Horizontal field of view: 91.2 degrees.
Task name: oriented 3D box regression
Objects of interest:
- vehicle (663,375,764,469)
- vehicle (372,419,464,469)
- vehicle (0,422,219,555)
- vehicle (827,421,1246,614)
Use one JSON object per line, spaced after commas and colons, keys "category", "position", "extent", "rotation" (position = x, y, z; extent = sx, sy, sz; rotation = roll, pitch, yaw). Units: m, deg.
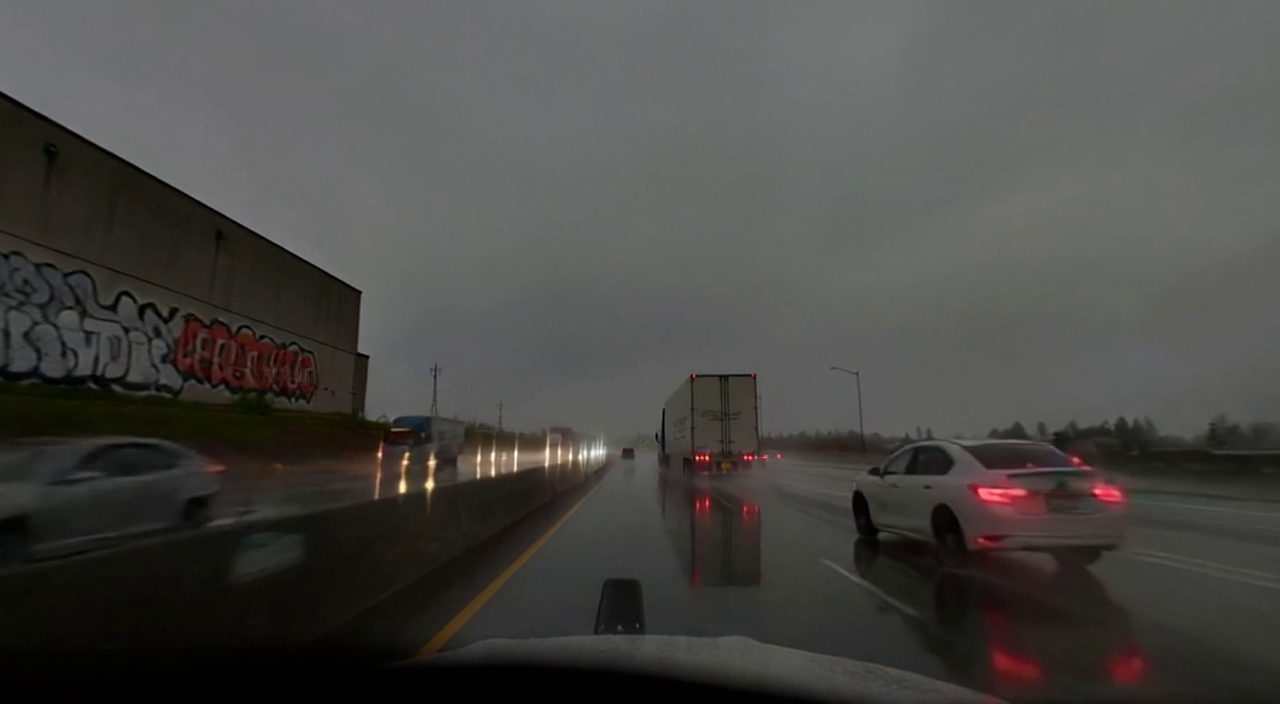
{"category": "vehicle", "position": [3.672, 4.574, 37.624], "extent": [3.317, 4.314, 17.803], "rotation": [0, -9, -2]}
{"category": "vehicle", "position": [-16.834, 7.188, 48.671], "extent": [3.471, 3.416, 11.022], "rotation": [1, -9, -2]}
{"category": "vehicle", "position": [-8.327, 1.844, 8.916], "extent": [1.892, 1.508, 3.980], "rotation": [0, -9, 0]}
{"category": "vehicle", "position": [3.999, 1.730, 7.537], "extent": [2.085, 1.588, 4.436], "rotation": [0, -9, -1]}
